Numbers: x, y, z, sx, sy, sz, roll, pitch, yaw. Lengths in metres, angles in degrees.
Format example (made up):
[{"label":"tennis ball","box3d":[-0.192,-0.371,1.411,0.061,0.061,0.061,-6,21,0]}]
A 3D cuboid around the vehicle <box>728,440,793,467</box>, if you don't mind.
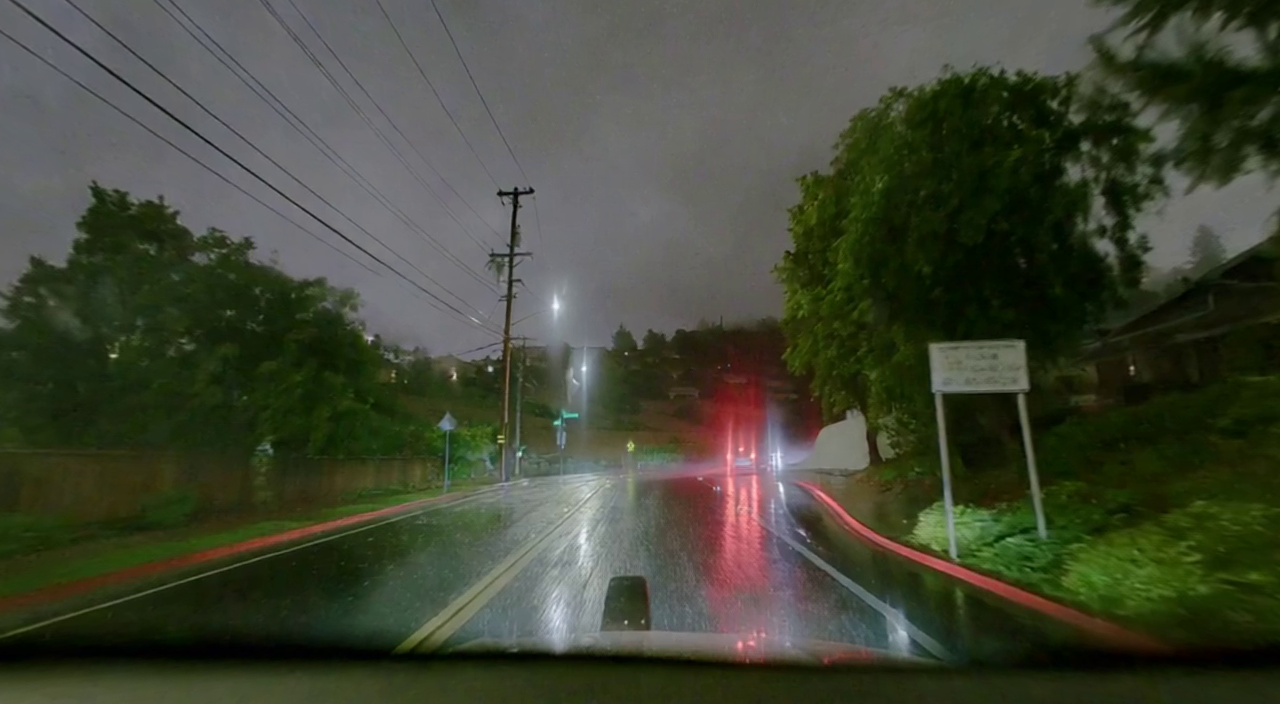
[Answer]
[{"label":"vehicle","box3d":[8.218,6.863,42.820,2.176,1.732,4.810,-7,-11,41]}]
